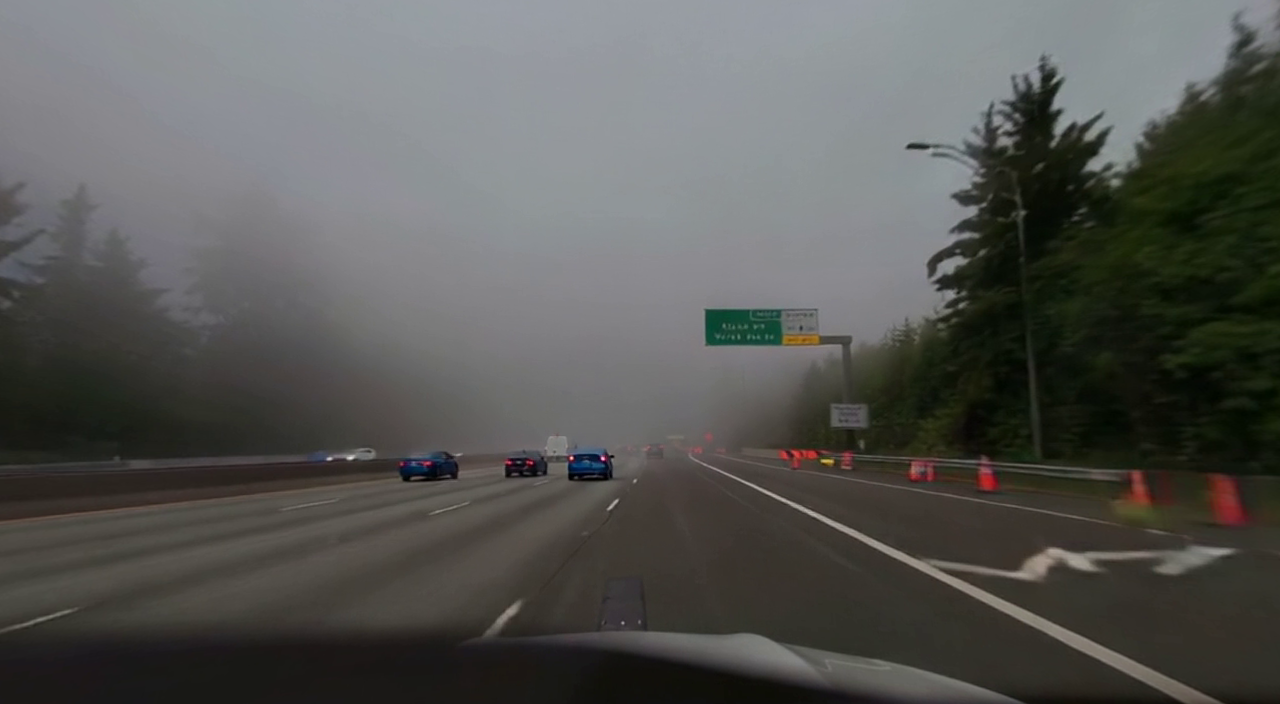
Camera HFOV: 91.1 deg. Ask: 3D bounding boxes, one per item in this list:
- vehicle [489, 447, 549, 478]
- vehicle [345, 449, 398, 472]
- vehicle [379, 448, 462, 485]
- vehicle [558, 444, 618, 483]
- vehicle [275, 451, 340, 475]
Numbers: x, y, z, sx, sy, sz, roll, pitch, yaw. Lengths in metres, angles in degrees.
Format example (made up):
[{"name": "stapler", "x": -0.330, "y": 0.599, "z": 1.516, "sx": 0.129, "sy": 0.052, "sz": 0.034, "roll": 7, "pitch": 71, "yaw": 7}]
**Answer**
[{"name": "vehicle", "x": -6.095, "y": 5.612, "z": 32.137, "sx": 1.951, "sy": 1.439, "sz": 4.633, "roll": 0, "pitch": -8, "yaw": 2}, {"name": "vehicle", "x": -19.410, "y": 7.847, "z": 45.595, "sx": 1.920, "sy": 1.557, "sz": 4.235, "roll": 0, "pitch": -8, "yaw": 2}, {"name": "vehicle", "x": -9.666, "y": 5.023, "z": 28.024, "sx": 1.946, "sy": 1.472, "sz": 4.472, "roll": 0, "pitch": -8, "yaw": 2}, {"name": "vehicle", "x": -2.058, "y": 4.597, "z": 26.195, "sx": 1.963, "sy": 1.462, "sz": 4.681, "roll": 0, "pitch": -8, "yaw": 2}, {"name": "vehicle", "x": -23.118, "y": 7.740, "z": 43.829, "sx": 1.856, "sy": 1.515, "sz": 4.674, "roll": 0, "pitch": -8, "yaw": 1}]
